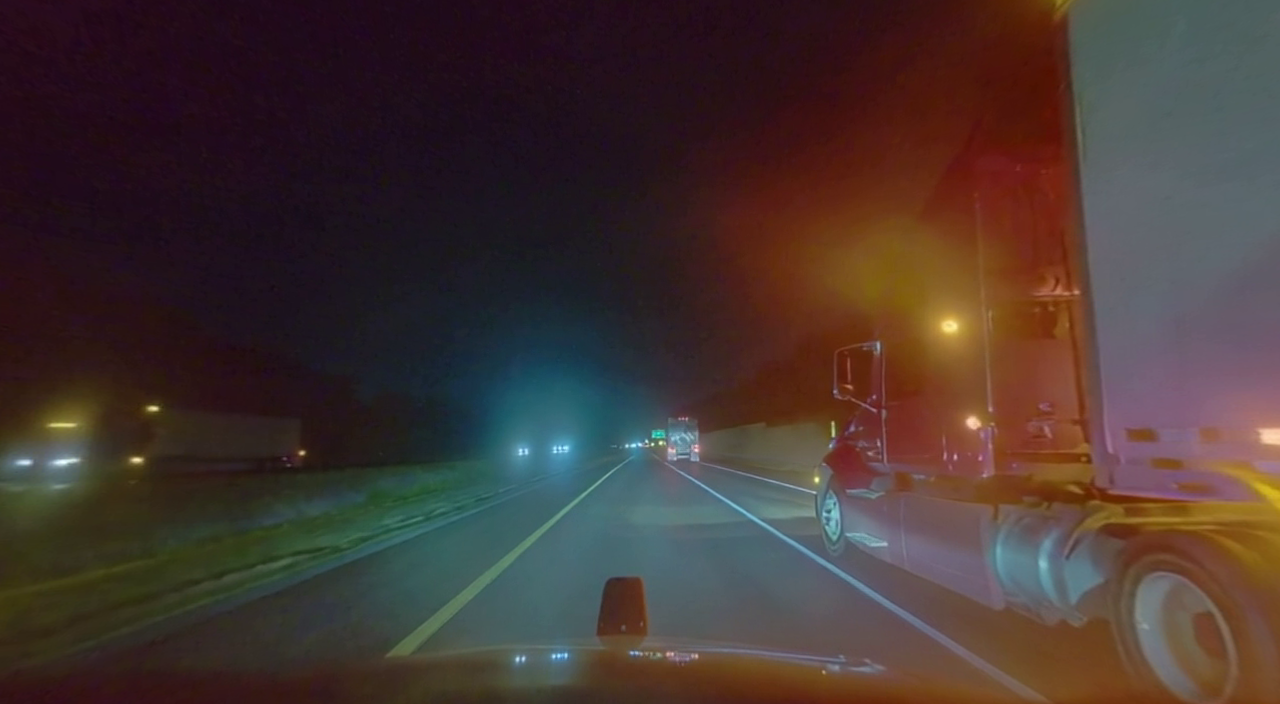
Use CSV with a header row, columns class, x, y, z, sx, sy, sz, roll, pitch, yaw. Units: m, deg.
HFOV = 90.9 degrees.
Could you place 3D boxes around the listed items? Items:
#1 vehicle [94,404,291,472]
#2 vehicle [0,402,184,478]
class,x,y,z,sx,sy,sz,roll,pitch,yaw
vehicle,-32.863,6.671,48.200,2.861,4.219,16.761,0,-8,0
vehicle,-32.908,5.377,38.469,3.063,4.018,9.277,0,-8,1
